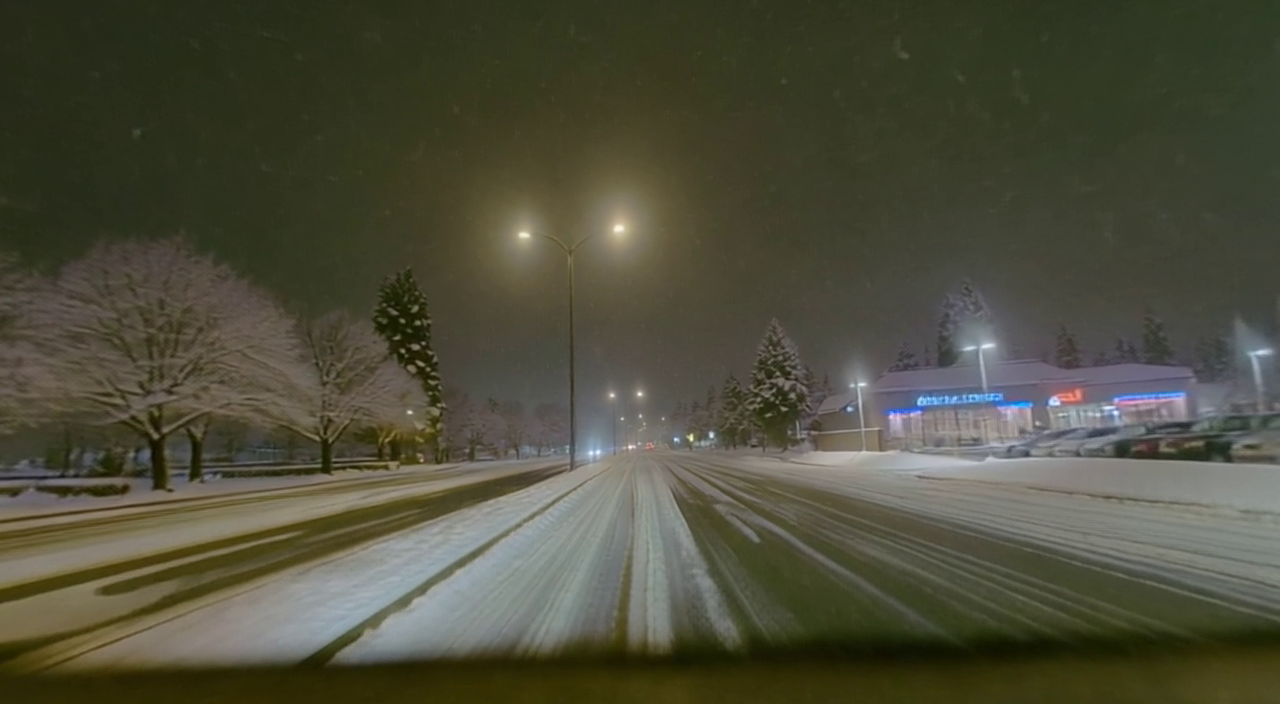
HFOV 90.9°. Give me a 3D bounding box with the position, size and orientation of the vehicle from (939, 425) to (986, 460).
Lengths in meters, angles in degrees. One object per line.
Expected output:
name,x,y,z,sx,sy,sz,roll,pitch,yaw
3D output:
vehicle,21.859,6.106,42.928,2.240,2.095,5.149,-6,-7,22

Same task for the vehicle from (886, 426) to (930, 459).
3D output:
vehicle,17.938,6.073,42.241,2.425,2.043,5.455,-4,-9,22

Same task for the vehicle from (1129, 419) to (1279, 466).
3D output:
vehicle,19.515,3.055,21.463,4.124,1.473,1.925,0,-7,-2
